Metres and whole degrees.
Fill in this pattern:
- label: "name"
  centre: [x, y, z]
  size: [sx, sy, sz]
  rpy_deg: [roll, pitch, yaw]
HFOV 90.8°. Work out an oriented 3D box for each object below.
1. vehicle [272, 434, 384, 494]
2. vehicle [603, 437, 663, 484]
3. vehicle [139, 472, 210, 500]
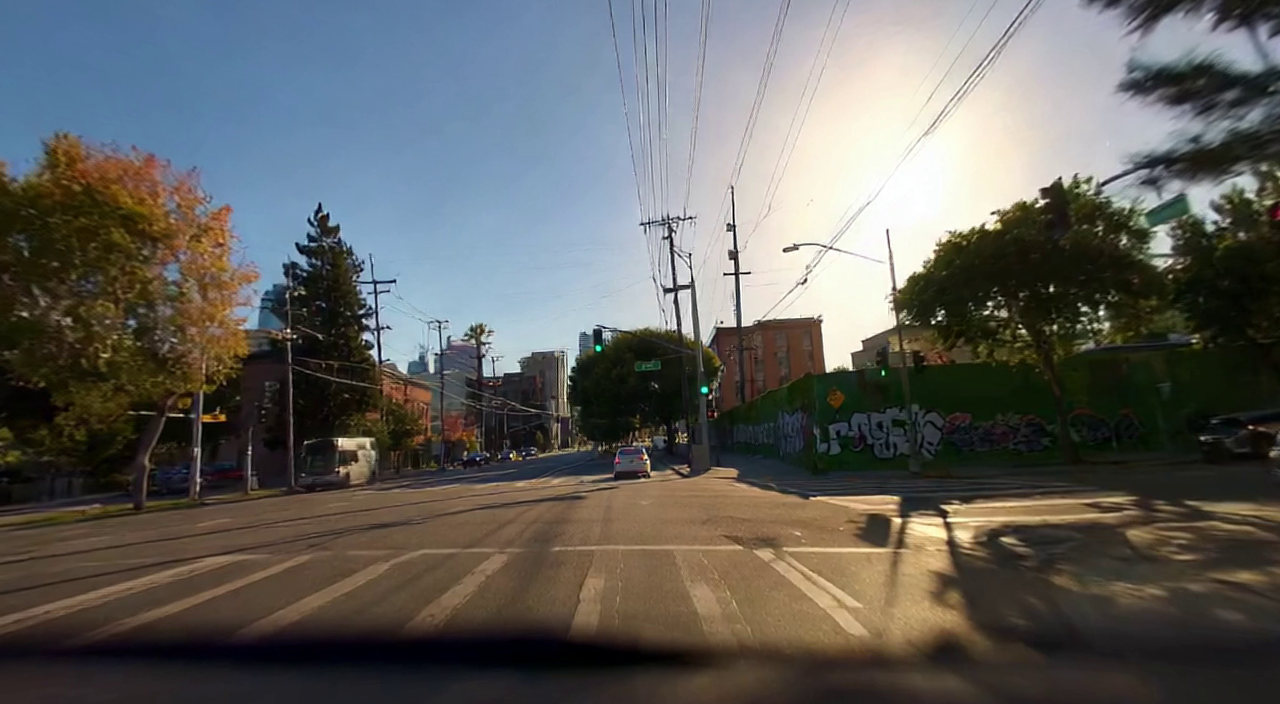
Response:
- label: "vehicle"
  centre: [-15.765, 5.650, 32.556]
  size: [2.356, 2.730, 6.606]
  rpy_deg: [0, -8, 0]
- label: "vehicle"
  centre: [-0.276, 4.091, 24.117]
  size: [2.105, 1.611, 3.750]
  rpy_deg: [0, -8, -1]
- label: "vehicle"
  centre: [-29.877, 8.592, 40.695]
  size: [1.627, 1.383, 3.731]
  rpy_deg: [-5, -8, 4]
